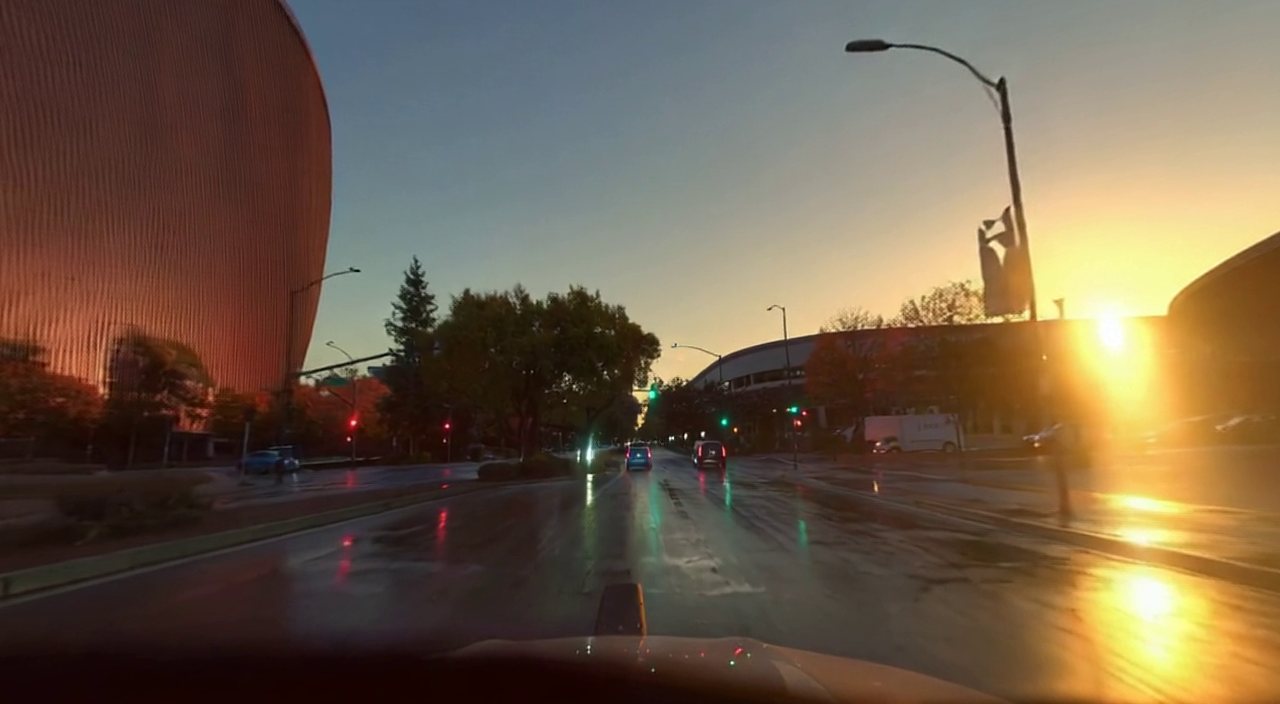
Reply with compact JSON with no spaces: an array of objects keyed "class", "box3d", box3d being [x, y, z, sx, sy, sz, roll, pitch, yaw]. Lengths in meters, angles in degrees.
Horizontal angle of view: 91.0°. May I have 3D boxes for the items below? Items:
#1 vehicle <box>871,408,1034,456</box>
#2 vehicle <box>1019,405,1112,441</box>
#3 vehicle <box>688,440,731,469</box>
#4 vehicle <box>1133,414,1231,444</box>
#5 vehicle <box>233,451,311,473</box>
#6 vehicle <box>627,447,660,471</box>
[{"class":"vehicle","box3d":[24.343,6.353,49.653,10.893,3.534,3.195,0,-9,4]},{"class":"vehicle","box3d":[23.436,3.996,34.924,1.887,1.635,4.695,1,-10,0]},{"class":"vehicle","box3d":[4.539,6.773,41.640,2.174,1.749,4.739,1,-9,-2]},{"class":"vehicle","box3d":[30.442,4.378,35.571,1.729,1.507,4.279,-1,-9,1]},{"class":"vehicle","box3d":[-26.791,8.015,45.912,4.500,1.555,1.913,0,-9,3]},{"class":"vehicle","box3d":[0.187,7.043,41.559,2.014,1.525,4.197,0,-9,-1]}]
